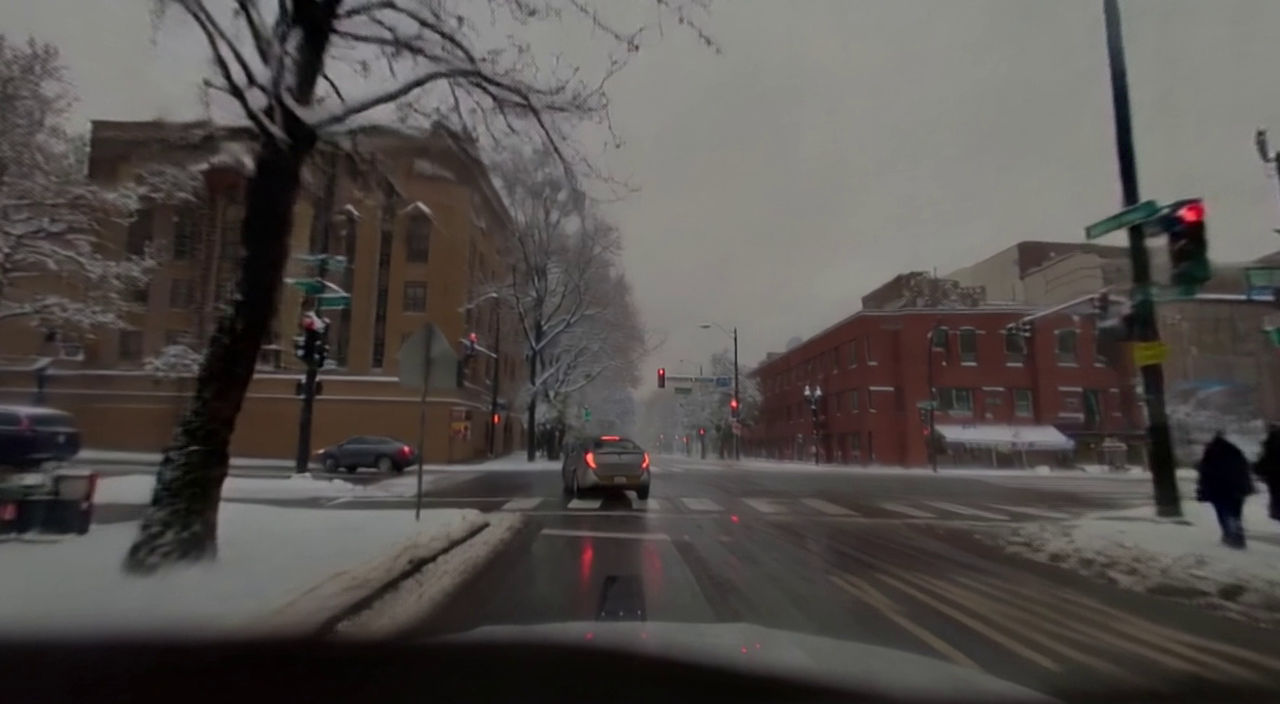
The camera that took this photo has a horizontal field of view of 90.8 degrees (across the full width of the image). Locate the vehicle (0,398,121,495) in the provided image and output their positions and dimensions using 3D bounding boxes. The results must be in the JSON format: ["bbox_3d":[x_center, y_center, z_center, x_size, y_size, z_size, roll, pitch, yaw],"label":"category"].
[{"bbox_3d":[-17.933,2.520,16.853,5.858,2.396,2.319,0,-9,-3],"label":"vehicle"}]

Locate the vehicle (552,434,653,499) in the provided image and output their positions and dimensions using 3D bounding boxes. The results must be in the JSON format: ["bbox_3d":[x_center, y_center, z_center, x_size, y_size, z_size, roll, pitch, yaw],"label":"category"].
[{"bbox_3d":[-1.157,3.024,17.054,2.106,1.482,4.459,2,-9,-11],"label":"vehicle"}]

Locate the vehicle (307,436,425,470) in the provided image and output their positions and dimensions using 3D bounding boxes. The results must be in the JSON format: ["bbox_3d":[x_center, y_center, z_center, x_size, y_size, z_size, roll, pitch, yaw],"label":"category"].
[{"bbox_3d":[-12.480,4.594,28.879,4.627,1.468,1.871,-2,-9,11],"label":"vehicle"}]
